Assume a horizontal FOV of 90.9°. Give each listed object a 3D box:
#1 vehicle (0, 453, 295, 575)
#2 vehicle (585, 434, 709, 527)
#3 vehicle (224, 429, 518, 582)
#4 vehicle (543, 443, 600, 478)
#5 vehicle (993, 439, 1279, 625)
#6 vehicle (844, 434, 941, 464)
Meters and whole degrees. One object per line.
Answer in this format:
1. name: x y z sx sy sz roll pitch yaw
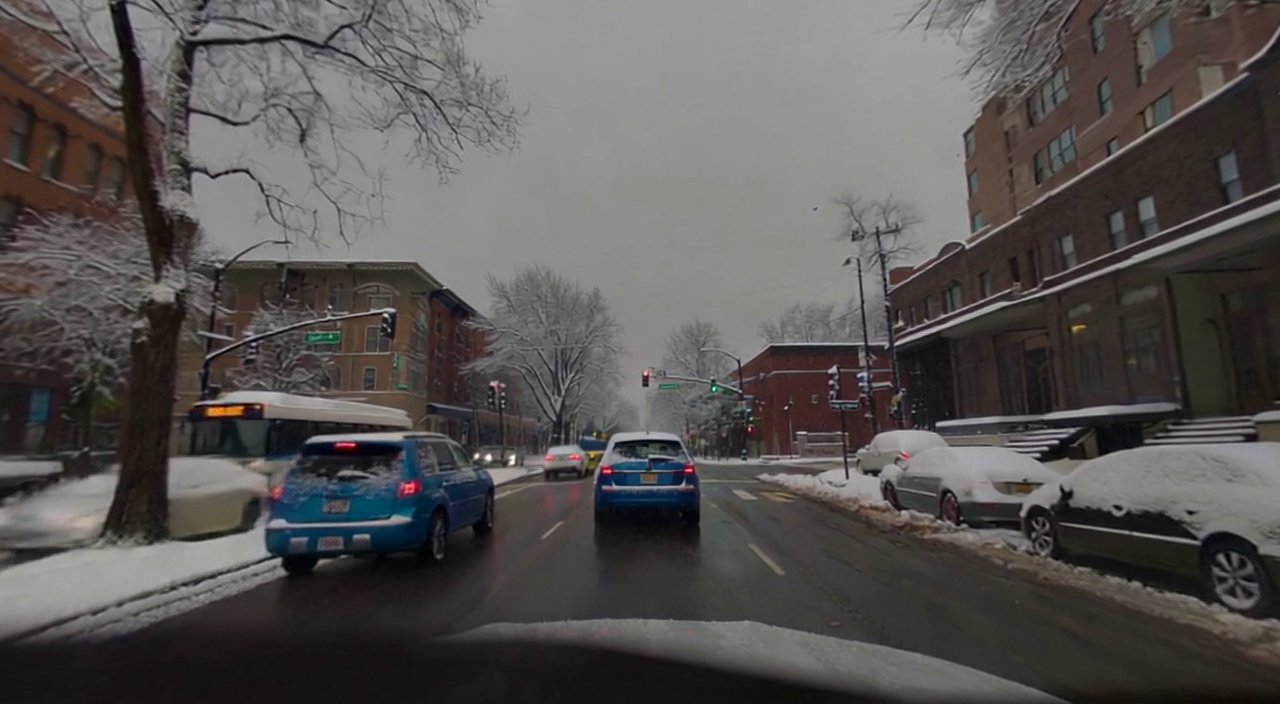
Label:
1. vehicle: -7.321 2.200 9.362 1.964 1.341 4.149 -1 -9 2
2. vehicle: 0.083 2.368 12.108 2.022 1.481 3.564 0 -9 -1
3. vehicle: -3.115 1.869 8.581 1.970 1.492 4.534 0 -9 0
4. vehicle: -3.037 4.923 28.835 2.131 1.486 4.089 0 -9 0
5. vehicle: 5.994 1.677 6.654 1.873 1.453 4.579 0 -9 0
6. vehicle: 16.433 6.346 41.261 5.345 1.811 2.175 0 -9 -1
